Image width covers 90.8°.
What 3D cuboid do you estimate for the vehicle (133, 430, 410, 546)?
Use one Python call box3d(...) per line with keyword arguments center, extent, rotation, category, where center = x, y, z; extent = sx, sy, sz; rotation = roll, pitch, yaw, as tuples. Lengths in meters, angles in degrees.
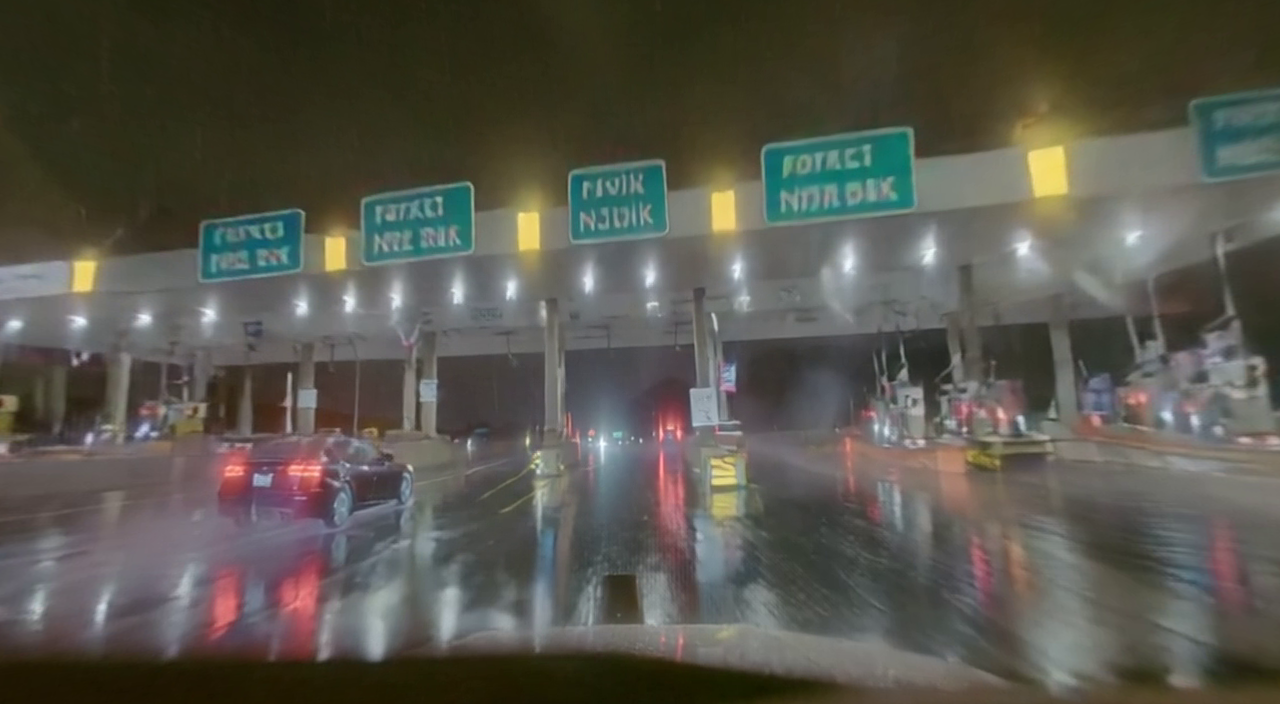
box3d(center=(-5.512, 2.053, 10.303), extent=(1.981, 1.465, 4.334), rotation=(0, -8, -1), category="vehicle")
